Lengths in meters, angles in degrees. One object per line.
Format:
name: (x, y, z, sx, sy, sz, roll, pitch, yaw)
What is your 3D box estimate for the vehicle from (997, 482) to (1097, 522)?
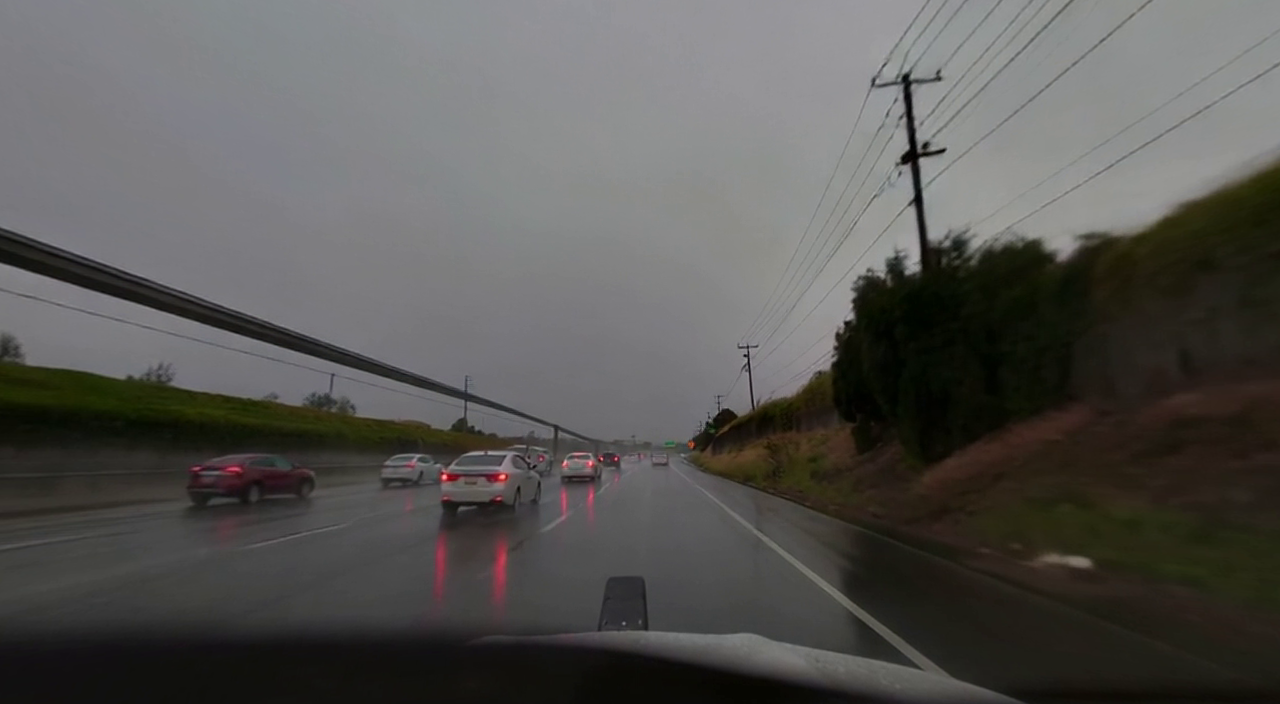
vehicle: (21.720, 7.996, 33.944, 1.941, 1.715, 4.868, 0, -8, -2)

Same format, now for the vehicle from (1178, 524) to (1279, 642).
vehicle: (10.890, 3.584, 9.055, 1.962, 1.584, 4.807, 0, -8, -2)

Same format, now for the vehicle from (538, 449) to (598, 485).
vehicle: (-3.129, 5.117, 28.338, 2.056, 1.449, 4.330, 0, -8, 2)

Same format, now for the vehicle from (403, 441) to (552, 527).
vehicle: (-3.181, 2.662, 13.369, 1.939, 1.511, 4.246, 0, -8, 1)

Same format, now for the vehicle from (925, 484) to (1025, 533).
vehicle: (13.546, 6.313, 25.766, 1.853, 1.586, 3.727, 1, -8, -3)

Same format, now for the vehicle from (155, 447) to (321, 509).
vehicle: (-10.901, 3.405, 17.511, 1.981, 1.484, 3.827, 0, -8, 1)

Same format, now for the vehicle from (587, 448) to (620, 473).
vehicle: (-2.681, 8.128, 47.533, 2.052, 1.731, 4.372, 0, -8, 2)

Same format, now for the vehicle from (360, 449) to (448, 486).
vehicle: (-10.742, 5.279, 29.136, 1.978, 1.498, 4.940, 0, -8, 2)
